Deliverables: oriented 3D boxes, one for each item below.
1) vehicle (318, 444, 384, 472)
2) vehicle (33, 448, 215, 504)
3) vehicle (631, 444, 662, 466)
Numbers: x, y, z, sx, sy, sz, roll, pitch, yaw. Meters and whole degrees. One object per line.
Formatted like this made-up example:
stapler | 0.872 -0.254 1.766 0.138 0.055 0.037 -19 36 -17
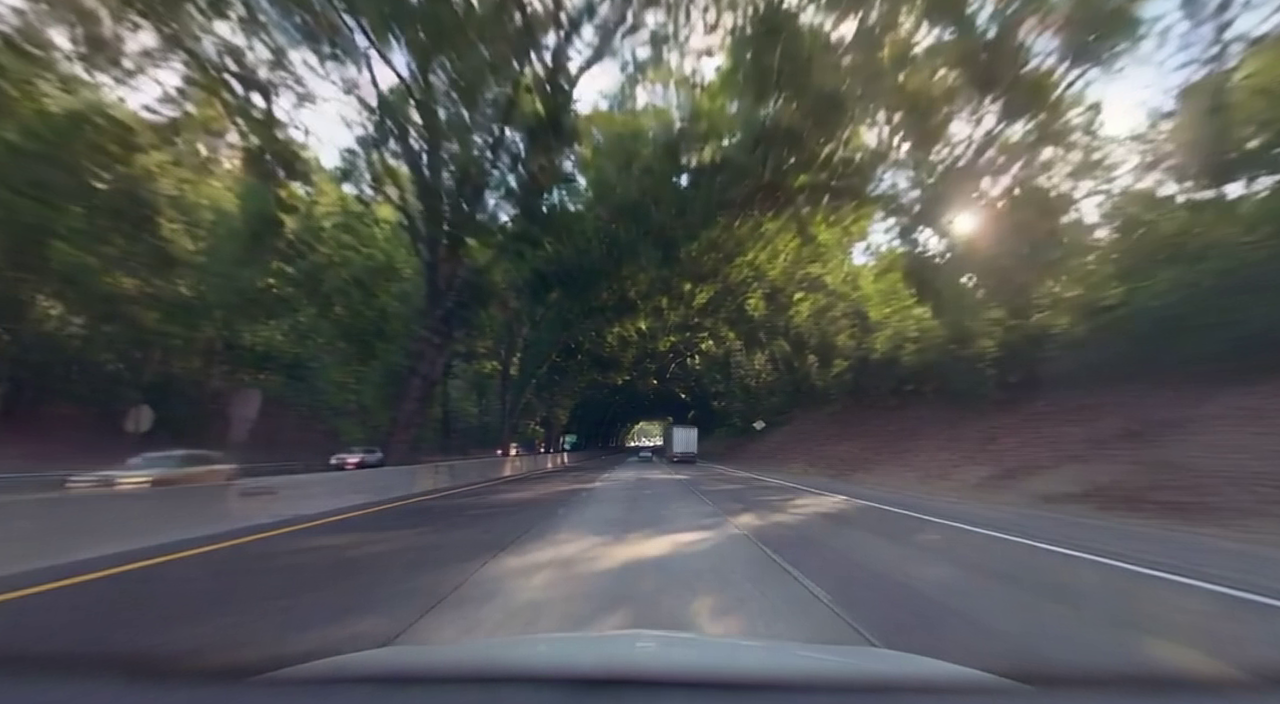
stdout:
vehicle | -18.597 6.837 40.742 2.017 1.666 4.521 0 -9 1
vehicle | -15.000 3.600 18.700 1.816 1.454 4.185 0 -9 0
vehicle | 0.447 7.145 43.729 2.023 1.434 4.236 0 -9 1
